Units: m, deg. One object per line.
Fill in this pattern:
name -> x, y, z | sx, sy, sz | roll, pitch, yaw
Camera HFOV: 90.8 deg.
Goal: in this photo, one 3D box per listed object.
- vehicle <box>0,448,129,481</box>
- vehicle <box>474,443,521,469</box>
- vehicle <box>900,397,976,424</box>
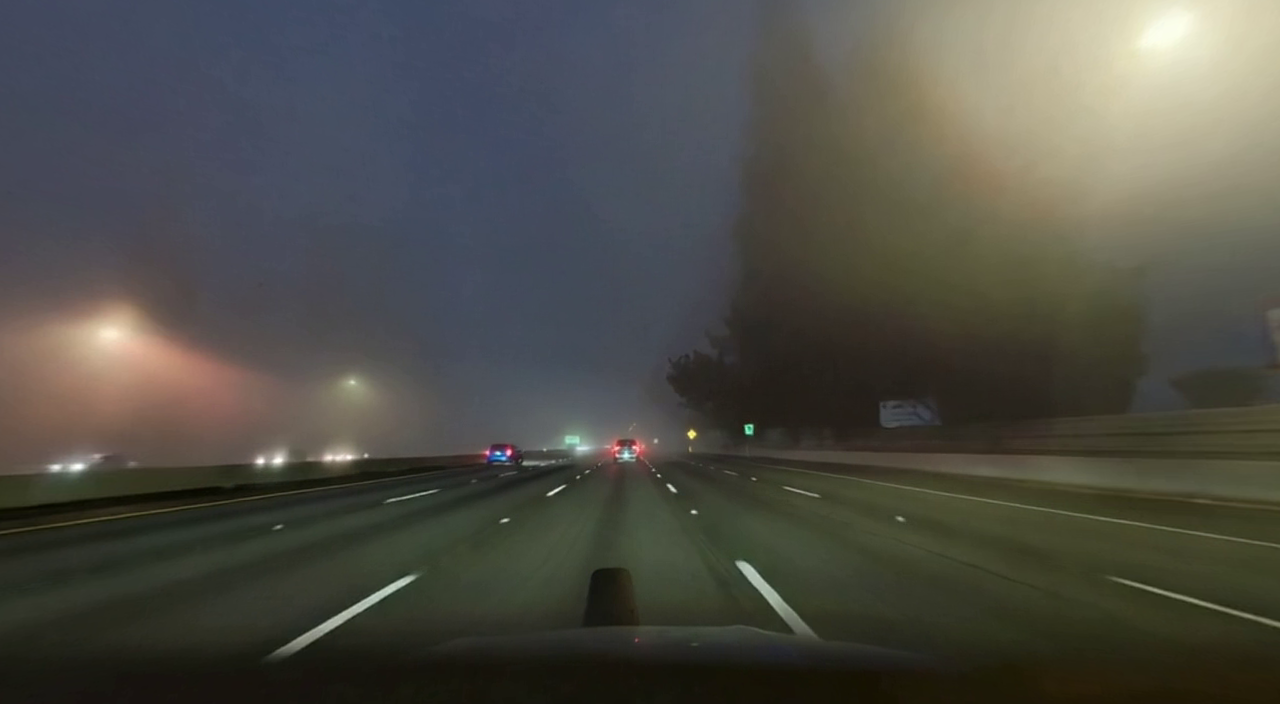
vehicle -> -33.519, 6.497, 37.008 | 2.171, 1.758, 5.944 | 0, -9, 0
vehicle -> -8.833, 6.487, 39.559 | 1.971, 1.552, 4.465 | 0, -9, -1
vehicle -> 17.205, 3.398, 36.560 | 3.539, 1.395, 1.688 | 0, -9, -1
